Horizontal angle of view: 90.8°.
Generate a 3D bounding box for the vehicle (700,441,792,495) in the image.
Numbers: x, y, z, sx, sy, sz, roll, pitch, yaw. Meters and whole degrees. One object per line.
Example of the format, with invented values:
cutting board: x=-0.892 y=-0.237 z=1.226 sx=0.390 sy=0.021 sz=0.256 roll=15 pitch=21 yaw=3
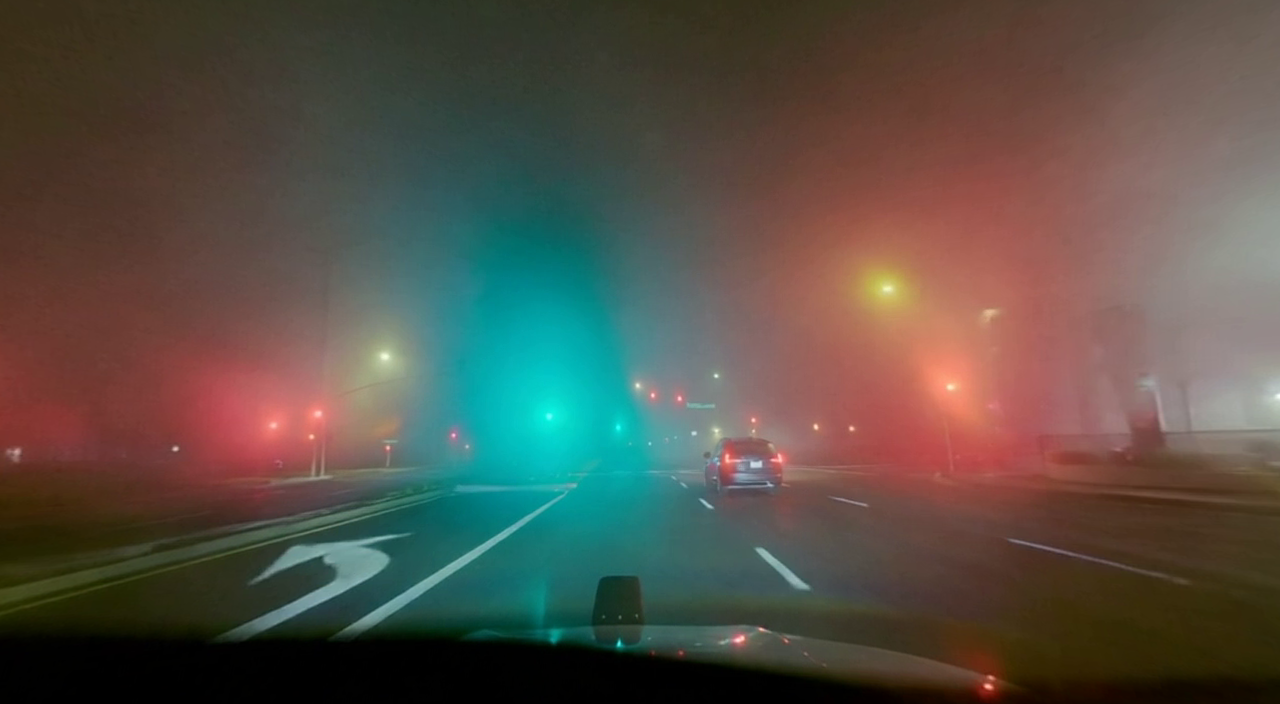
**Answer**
vehicle: x=3.070 y=3.465 z=19.269 sx=1.964 sy=1.448 sz=4.295 roll=0 pitch=-8 yaw=-1
